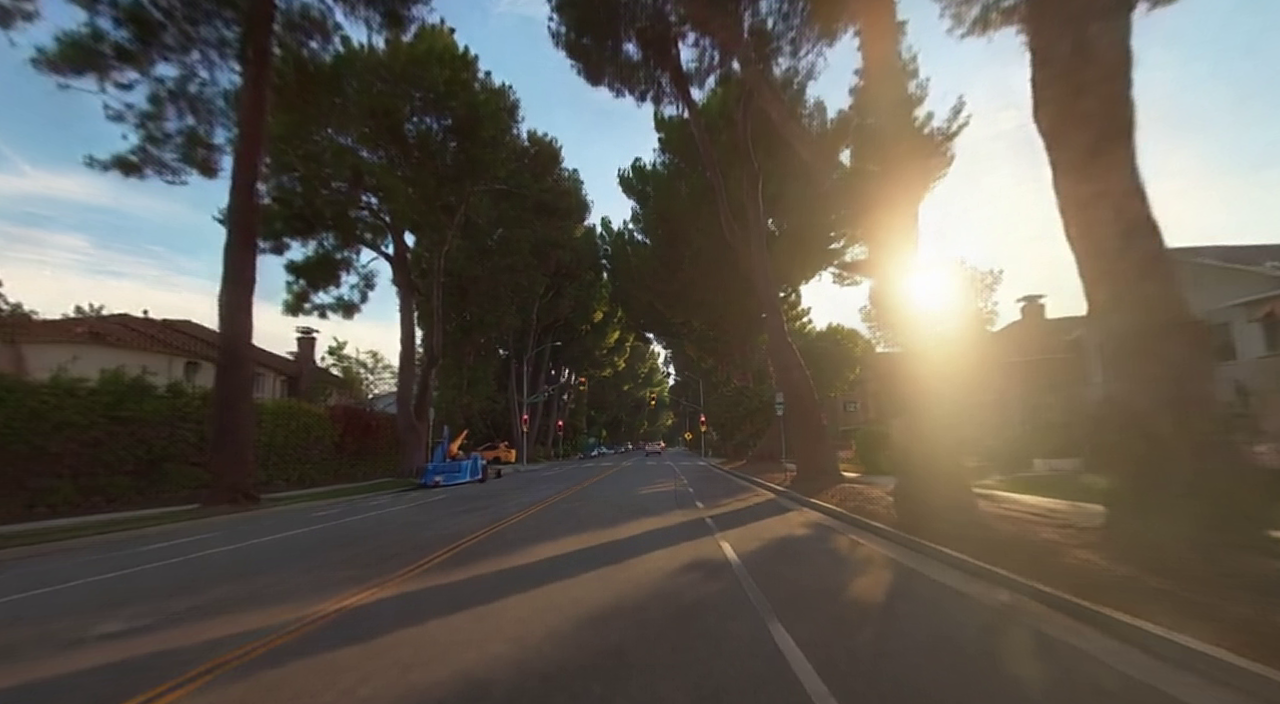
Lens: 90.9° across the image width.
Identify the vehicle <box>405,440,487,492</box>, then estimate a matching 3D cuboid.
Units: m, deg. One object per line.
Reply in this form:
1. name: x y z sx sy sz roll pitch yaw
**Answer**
1. vehicle: -8.312 4.874 27.449 1.998 1.814 4.559 -4 -7 1
